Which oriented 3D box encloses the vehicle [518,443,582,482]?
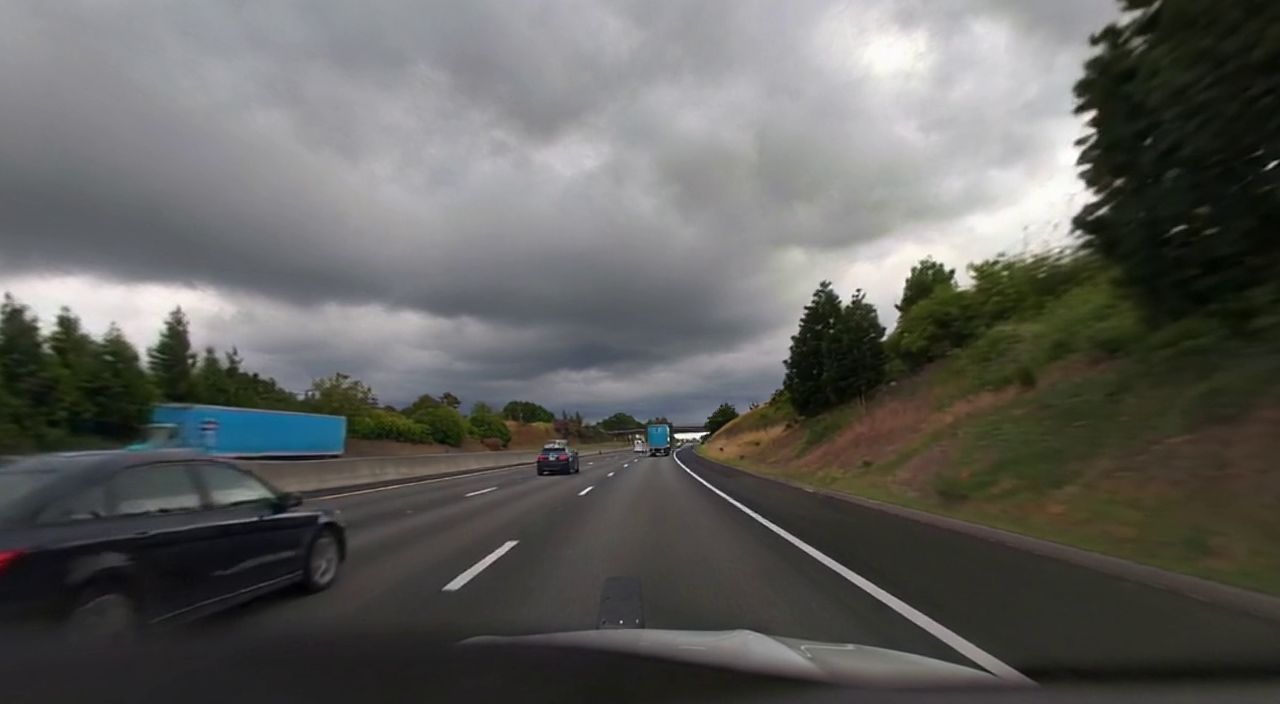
[{"bbox_3d":[-3.586,4.472,25.768,1.943,1.460,3.961,0,-9,1],"label":"vehicle"}]

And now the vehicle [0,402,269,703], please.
[{"bbox_3d":[-3.844,0.923,2.499,2.078,1.469,4.371,0,-9,0],"label":"vehicle"}]
